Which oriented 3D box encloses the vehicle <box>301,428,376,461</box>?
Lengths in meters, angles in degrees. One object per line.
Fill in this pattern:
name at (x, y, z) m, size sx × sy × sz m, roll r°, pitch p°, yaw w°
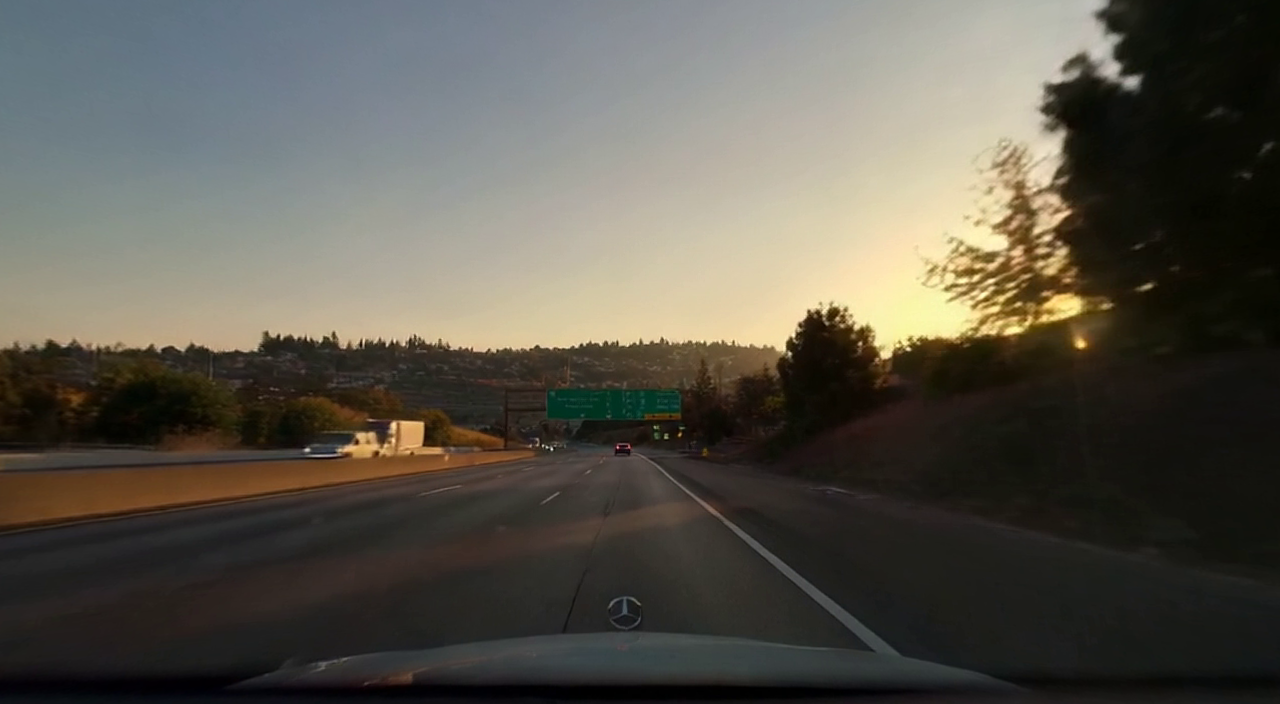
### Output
vehicle at (-22.052, 6.829, 46.530) m, size 2.297 × 2.239 × 6.653 m, roll 0°, pitch -9°, yaw -1°
